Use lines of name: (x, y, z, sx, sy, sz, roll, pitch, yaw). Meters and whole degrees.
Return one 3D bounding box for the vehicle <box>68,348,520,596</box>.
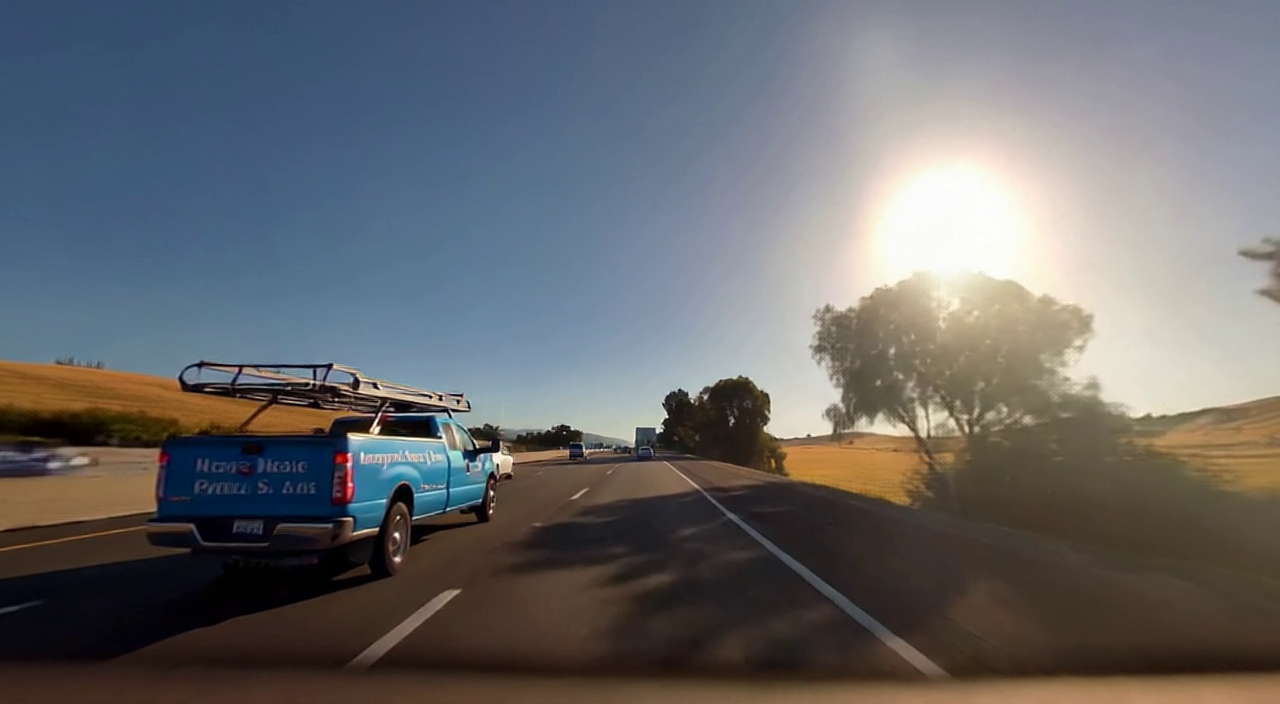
vehicle: (-3.889, 1.602, 9.350, 2.791, 2.330, 6.725, 0, -8, 1)
